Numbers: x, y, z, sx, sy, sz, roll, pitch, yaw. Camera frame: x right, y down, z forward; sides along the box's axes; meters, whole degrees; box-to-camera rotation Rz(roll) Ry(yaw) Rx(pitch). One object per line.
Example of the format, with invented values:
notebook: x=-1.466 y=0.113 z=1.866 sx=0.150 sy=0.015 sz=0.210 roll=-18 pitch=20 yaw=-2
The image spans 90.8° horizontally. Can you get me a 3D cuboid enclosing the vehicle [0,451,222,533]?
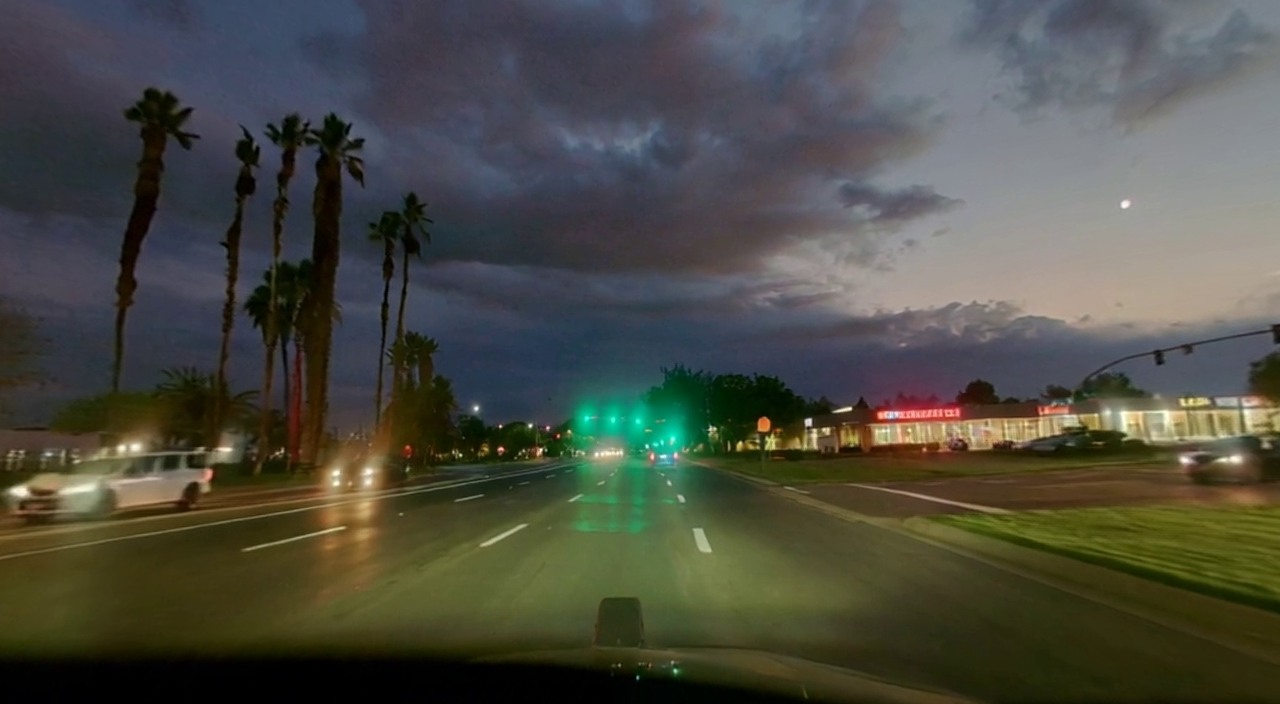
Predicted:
vehicle: x=-12.368 y=3.109 z=14.751 sx=2.027 sy=1.534 sz=4.779 roll=0 pitch=-8 yaw=-2

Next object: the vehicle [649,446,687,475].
vehicle: x=1.599 y=6.442 z=37.811 sx=1.969 sy=1.555 sz=4.431 roll=0 pitch=-8 yaw=-1

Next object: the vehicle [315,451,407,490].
vehicle: x=-11.726 y=4.974 z=26.883 sx=2.033 sy=1.494 sz=4.048 roll=0 pitch=-8 yaw=0

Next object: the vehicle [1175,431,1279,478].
vehicle: x=21.399 y=3.485 z=21.556 sx=2.046 sy=1.481 sz=4.936 roll=0 pitch=-8 yaw=2
